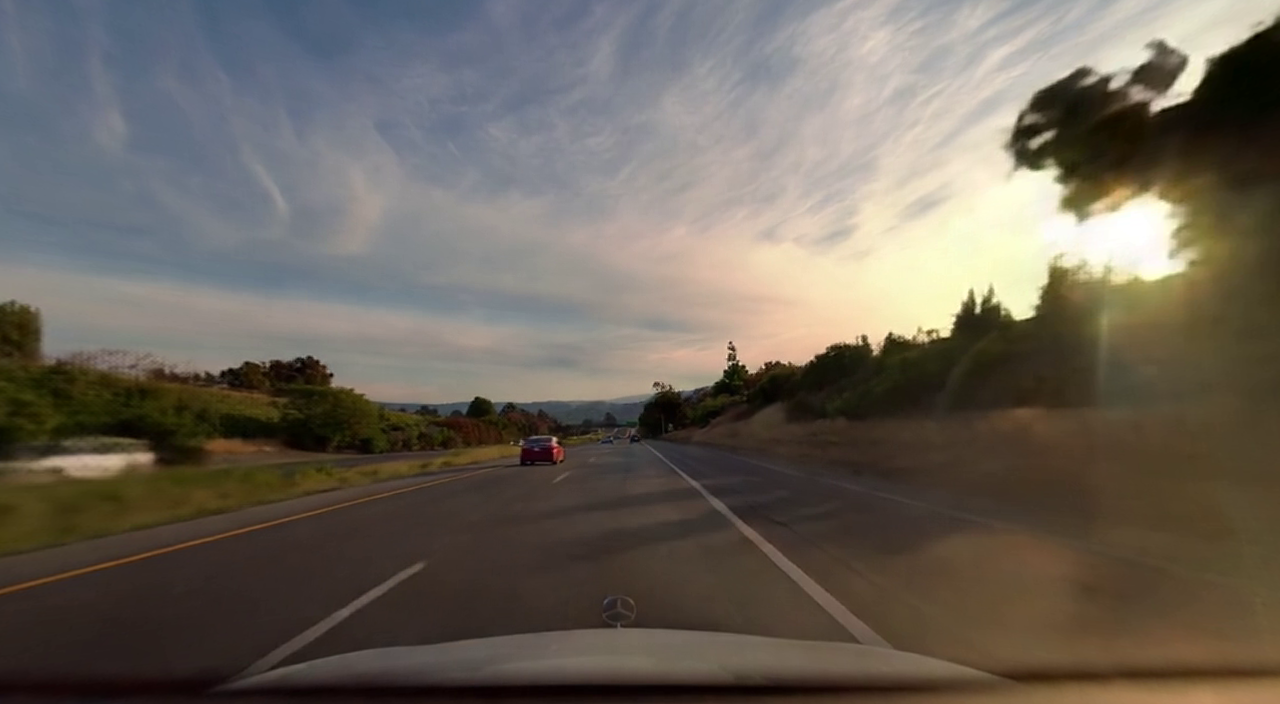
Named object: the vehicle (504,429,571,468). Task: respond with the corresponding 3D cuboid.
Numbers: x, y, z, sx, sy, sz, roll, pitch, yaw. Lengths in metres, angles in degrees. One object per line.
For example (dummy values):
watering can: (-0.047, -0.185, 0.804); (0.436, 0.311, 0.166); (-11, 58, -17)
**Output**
vehicle: (-4.232, 4.036, 26.684); (2.063, 1.496, 4.225); (0, -7, 1)
